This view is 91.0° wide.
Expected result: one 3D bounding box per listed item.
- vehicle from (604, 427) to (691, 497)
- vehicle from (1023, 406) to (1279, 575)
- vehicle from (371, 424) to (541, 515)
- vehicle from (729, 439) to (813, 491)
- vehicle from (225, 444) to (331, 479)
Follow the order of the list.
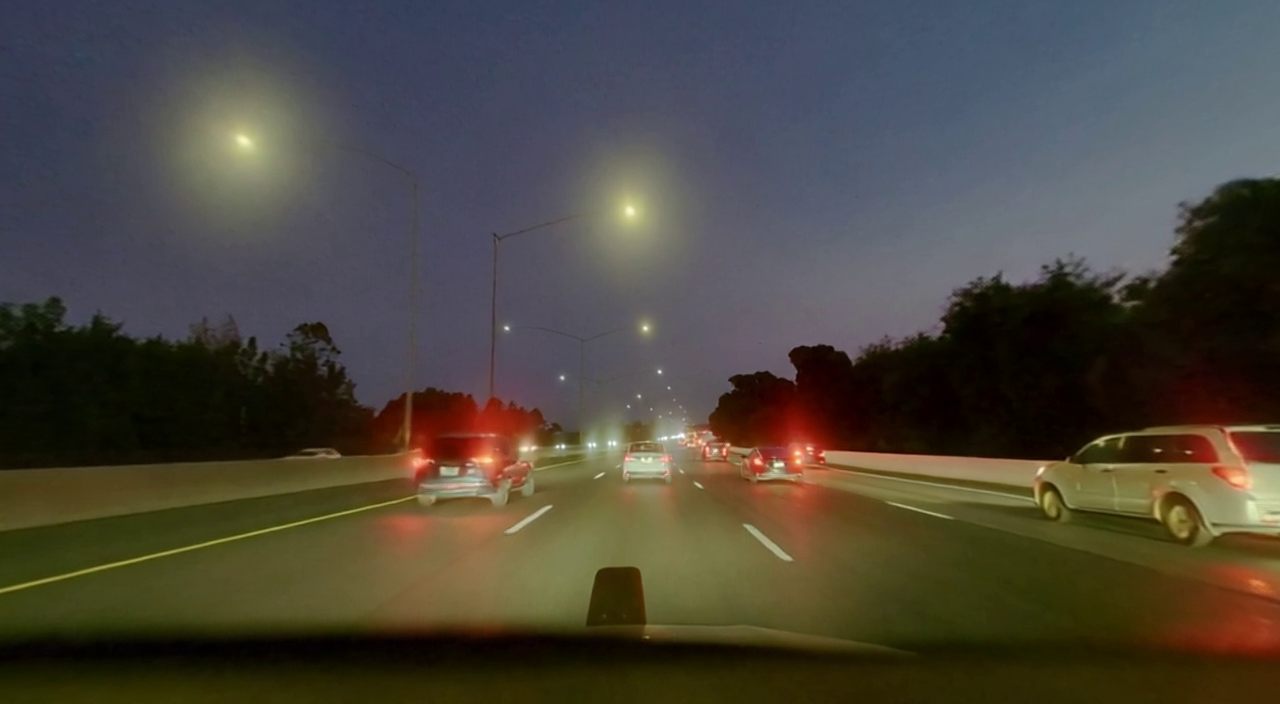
[{"bbox_3d":[0.265,3.081,17.966,2.181,1.728,3.970,0,-9,2],"label":"vehicle"},{"bbox_3d":[7.390,1.653,8.015,2.028,1.657,4.823,0,-9,1],"label":"vehicle"},{"bbox_3d":[-3.737,2.502,13.866,2.128,1.627,4.697,0,-9,3],"label":"vehicle"},{"bbox_3d":[4.216,3.697,21.011,1.999,1.514,4.338,0,-9,2],"label":"vehicle"},{"bbox_3d":[-20.192,6.125,35.498,2.216,1.736,5.773,0,-9,4],"label":"vehicle"}]
